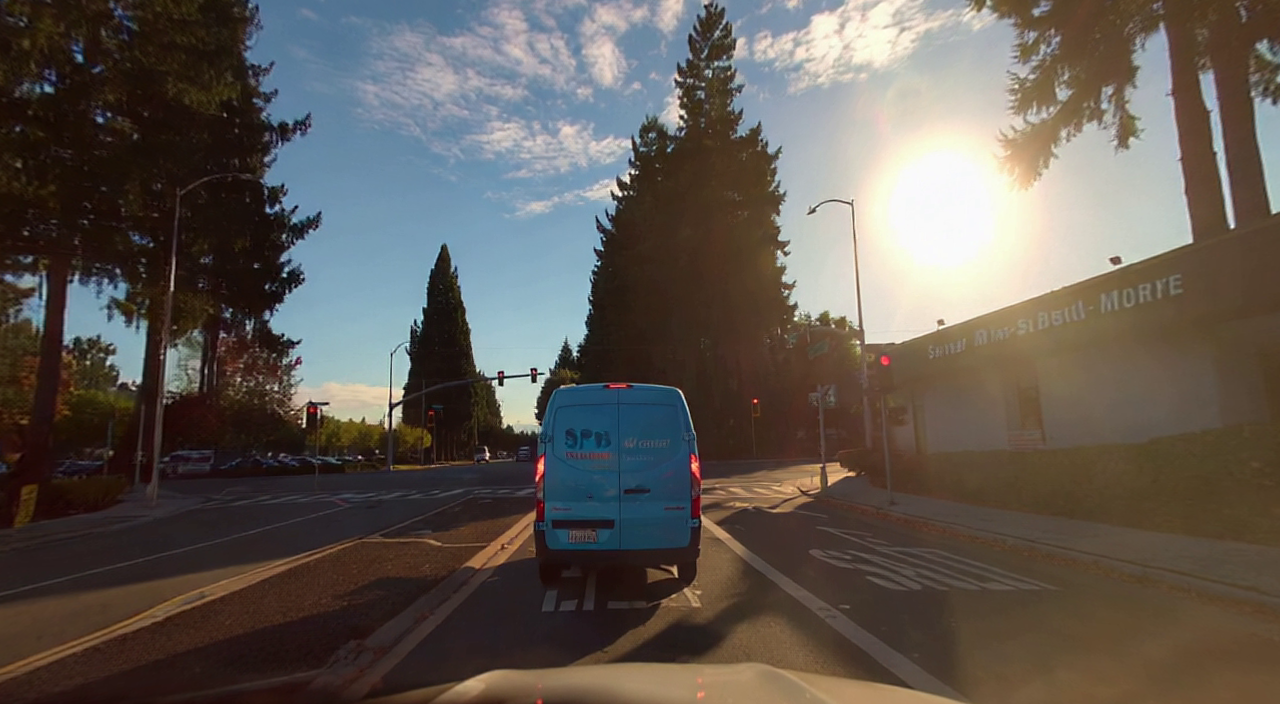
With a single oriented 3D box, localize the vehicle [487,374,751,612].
[{"bbox_3d":[-0.296,1.467,7.289,2.181,1.949,3.932,1,-9,-4],"label":"vehicle"}]
